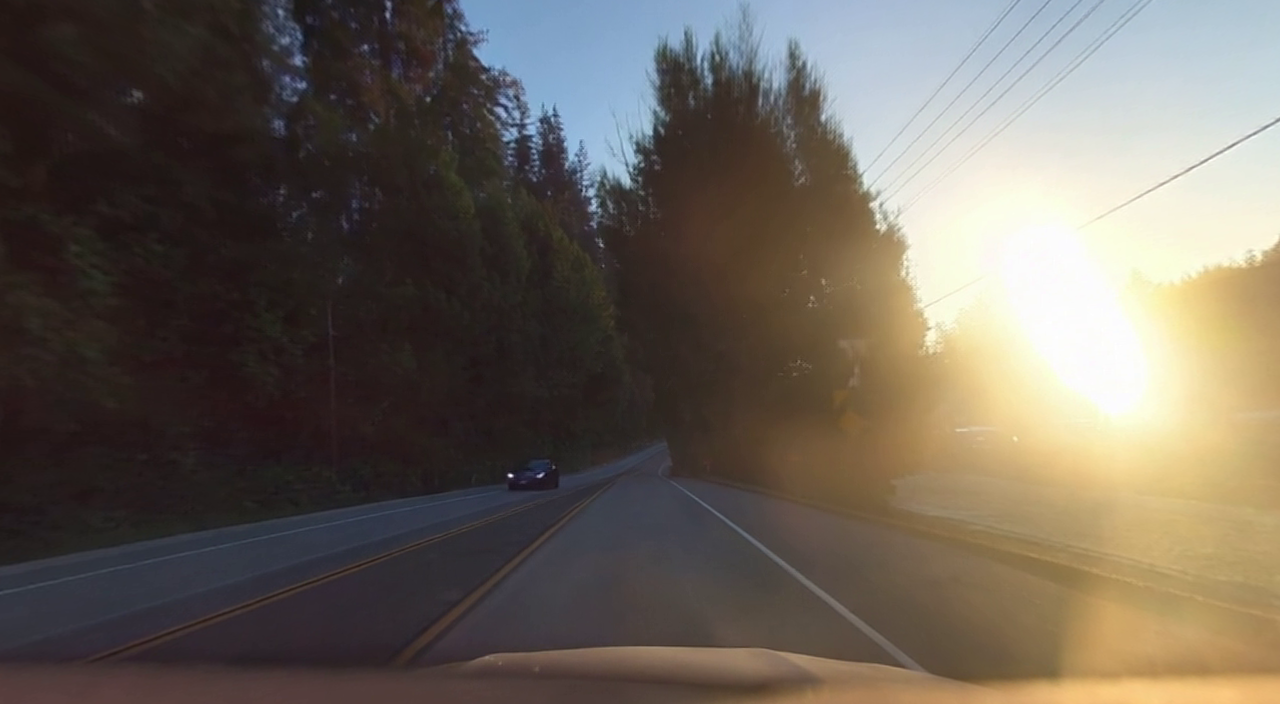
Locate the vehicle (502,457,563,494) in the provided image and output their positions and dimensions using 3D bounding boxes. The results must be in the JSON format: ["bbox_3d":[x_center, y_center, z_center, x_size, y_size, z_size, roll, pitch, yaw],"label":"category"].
[{"bbox_3d":[-4.965,5.745,29.664,2.000,1.546,4.342,0,-9,2],"label":"vehicle"}]
